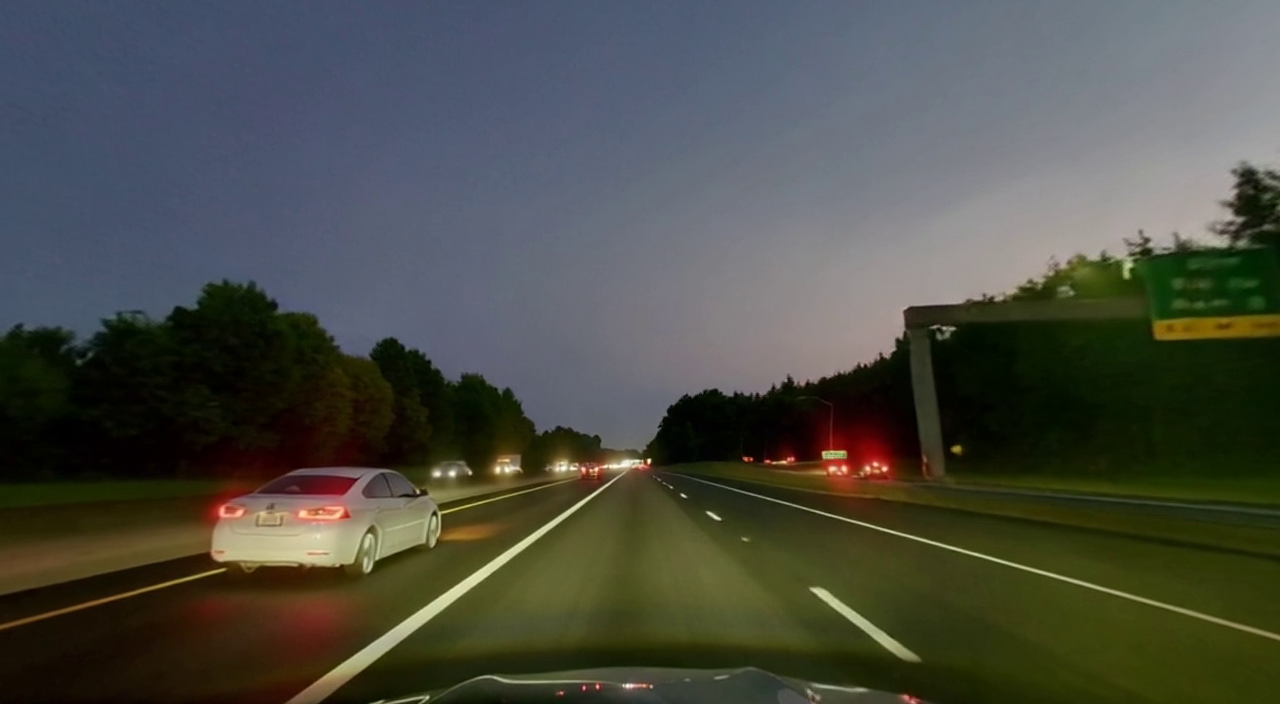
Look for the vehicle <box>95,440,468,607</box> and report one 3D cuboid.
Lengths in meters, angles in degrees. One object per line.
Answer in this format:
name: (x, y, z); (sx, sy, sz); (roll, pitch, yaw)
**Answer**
vehicle: (-3.803, 1.945, 7.891); (1.998, 1.427, 4.462); (1, -11, 0)
